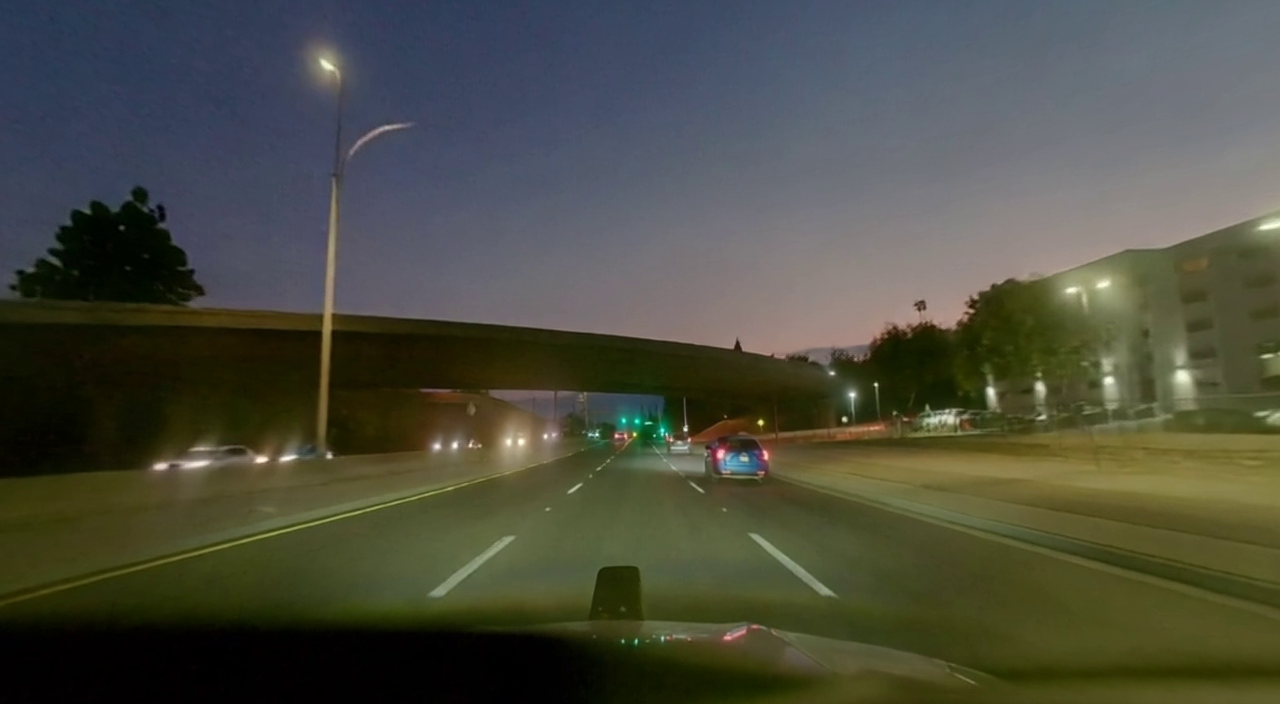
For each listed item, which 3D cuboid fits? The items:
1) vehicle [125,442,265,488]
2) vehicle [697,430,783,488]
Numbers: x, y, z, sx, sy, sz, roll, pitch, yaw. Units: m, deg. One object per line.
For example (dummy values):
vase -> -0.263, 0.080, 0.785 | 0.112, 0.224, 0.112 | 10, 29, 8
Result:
vehicle -> -16.340, 4.144, 23.500 | 1.967, 1.520, 4.542 | 0, -9, -1
vehicle -> 3.191, 3.530, 21.117 | 2.110, 1.712, 4.489 | 0, -9, 0
